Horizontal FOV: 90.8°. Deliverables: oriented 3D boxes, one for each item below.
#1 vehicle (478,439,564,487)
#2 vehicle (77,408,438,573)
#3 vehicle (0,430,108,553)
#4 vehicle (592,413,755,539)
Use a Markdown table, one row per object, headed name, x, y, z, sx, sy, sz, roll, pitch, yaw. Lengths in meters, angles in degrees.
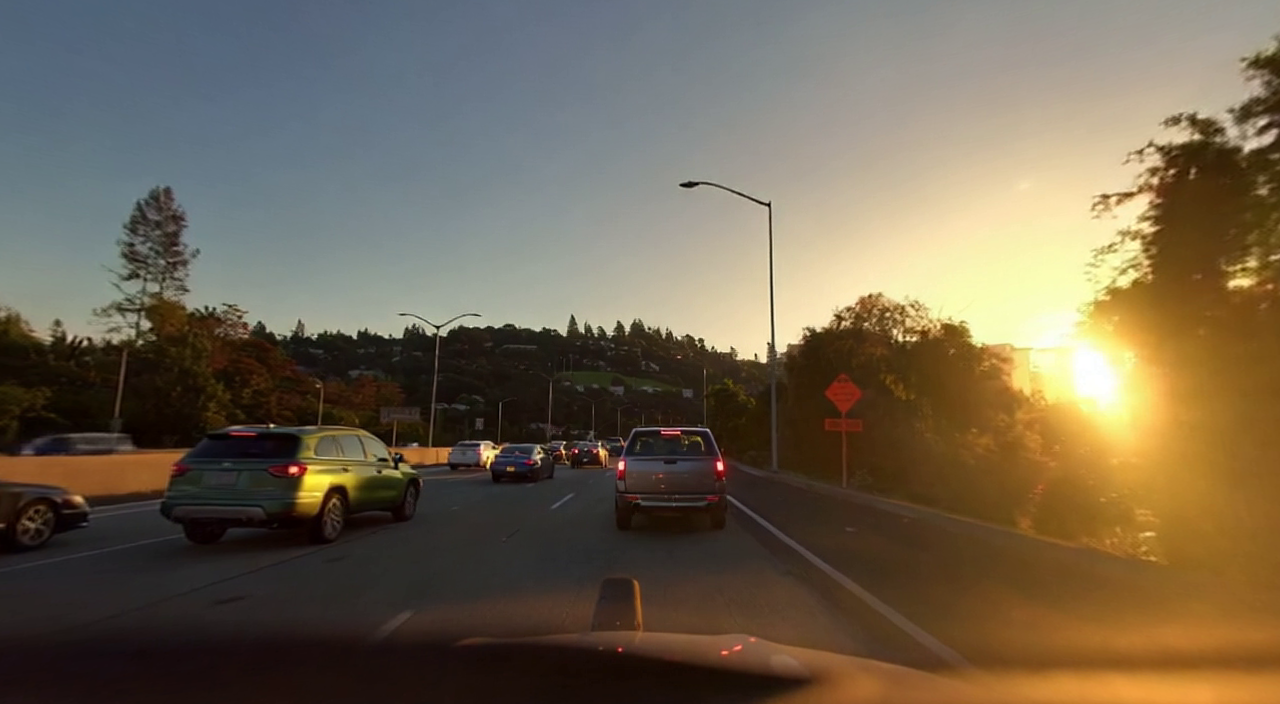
| name | x | y | z | sx | sy | sz | roll | pitch | yaw |
| --- | --- | --- | --- | --- | --- | --- | --- | --- | --- |
| vehicle | -3.943 | 3.741 | 21.656 | 1.868 | 1.470 | 4.105 | -1 | -9 | 4 |
| vehicle | -4.730 | 1.775 | 8.836 | 2.076 | 1.688 | 4.334 | -1 | -9 | 5 |
| vehicle | -8.917 | 1.618 | 7.067 | 1.892 | 1.498 | 4.417 | -1 | -9 | 3 |
| vehicle | 0.520 | 2.050 | 10.983 | 2.235 | 1.716 | 4.435 | -1 | -9 | 2 |
